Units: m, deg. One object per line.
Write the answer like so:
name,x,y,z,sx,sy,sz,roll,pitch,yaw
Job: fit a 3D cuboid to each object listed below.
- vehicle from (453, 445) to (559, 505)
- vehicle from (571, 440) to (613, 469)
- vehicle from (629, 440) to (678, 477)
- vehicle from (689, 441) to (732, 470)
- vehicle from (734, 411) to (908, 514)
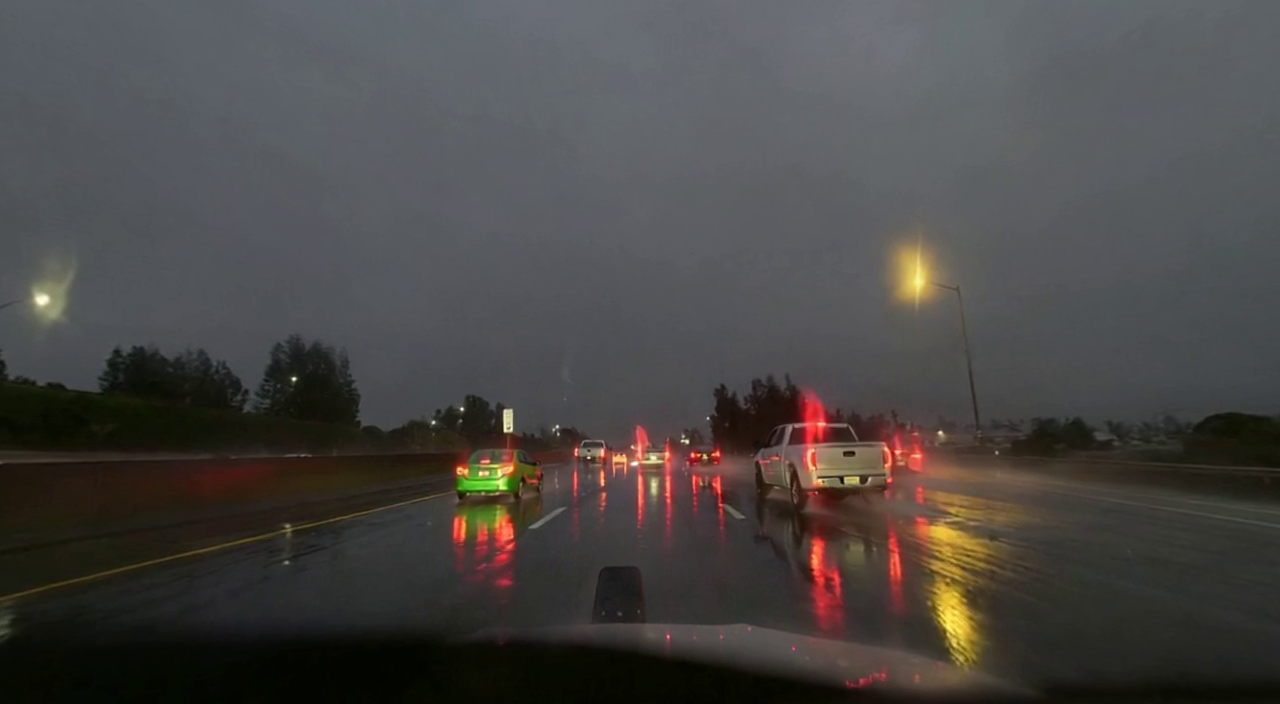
vehicle,-3.529,3.326,17.480,1.947,1.424,4.264,0,-9,1
vehicle,-3.041,6.629,40.892,2.176,1.783,4.799,0,-9,1
vehicle,0.622,4.939,29.472,2.147,1.572,4.094,0,-9,1
vehicle,4.307,6.386,39.073,2.145,1.636,4.437,0,-9,0
vehicle,3.859,2.514,14.776,2.340,1.925,5.529,1,-9,-1
